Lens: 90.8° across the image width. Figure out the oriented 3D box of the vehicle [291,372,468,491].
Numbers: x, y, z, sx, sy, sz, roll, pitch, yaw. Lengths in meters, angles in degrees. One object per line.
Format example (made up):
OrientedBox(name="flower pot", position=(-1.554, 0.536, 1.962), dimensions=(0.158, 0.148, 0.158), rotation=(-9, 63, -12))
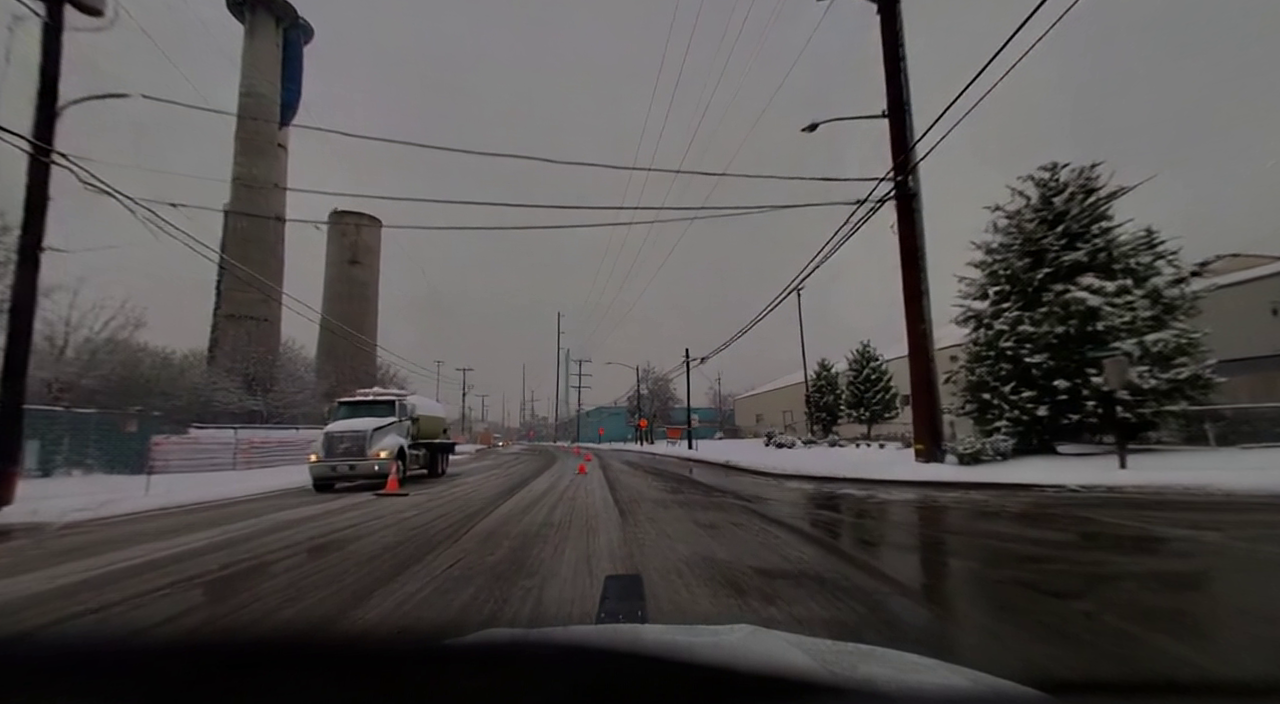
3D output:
OrientedBox(name="vehicle", position=(-8.229, 2.702, 21.373), dimensions=(2.991, 3.173, 7.929), rotation=(-1, -8, -3))
